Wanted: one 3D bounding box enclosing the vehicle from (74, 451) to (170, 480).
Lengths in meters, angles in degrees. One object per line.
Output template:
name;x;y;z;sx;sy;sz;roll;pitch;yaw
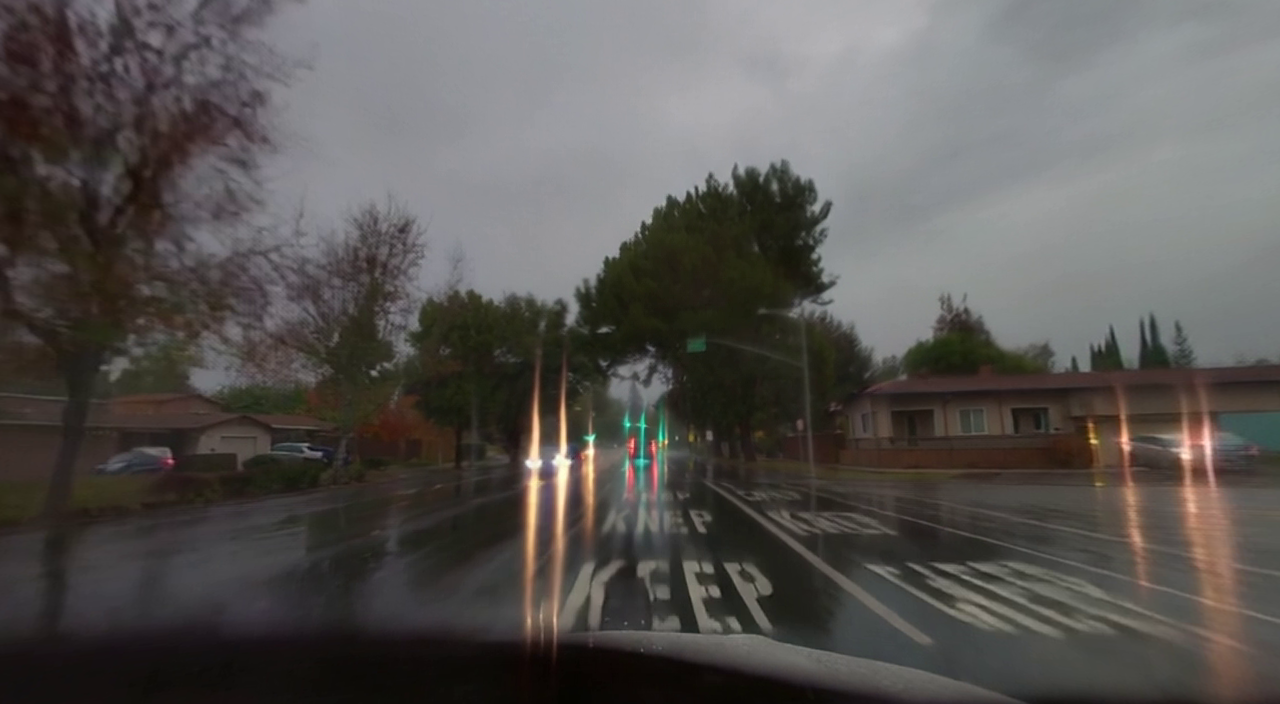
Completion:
vehicle;-28.682;6.264;35.086;1.961;1.470;3.811;0;-8;3

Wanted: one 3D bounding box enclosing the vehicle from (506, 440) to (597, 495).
vehicle;-2.591;3.525;19.752;2.158;1.469;4.909;0;-8;0

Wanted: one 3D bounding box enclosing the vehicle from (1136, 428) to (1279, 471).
vehicle;22.787;3.887;25.167;4.318;1.601;1.975;0;-8;-3

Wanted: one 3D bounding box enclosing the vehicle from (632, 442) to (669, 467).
vehicle;0.653;6.629;40.917;2.226;1.505;4.128;0;-8;0

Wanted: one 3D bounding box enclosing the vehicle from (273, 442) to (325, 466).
vehicle;-25.756;7.712;47.749;1.919;1.701;3.695;0;-8;-2

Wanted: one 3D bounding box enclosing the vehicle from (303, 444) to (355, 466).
vehicle;-23.266;7.700;47.318;1.894;1.508;3.783;0;-8;0
